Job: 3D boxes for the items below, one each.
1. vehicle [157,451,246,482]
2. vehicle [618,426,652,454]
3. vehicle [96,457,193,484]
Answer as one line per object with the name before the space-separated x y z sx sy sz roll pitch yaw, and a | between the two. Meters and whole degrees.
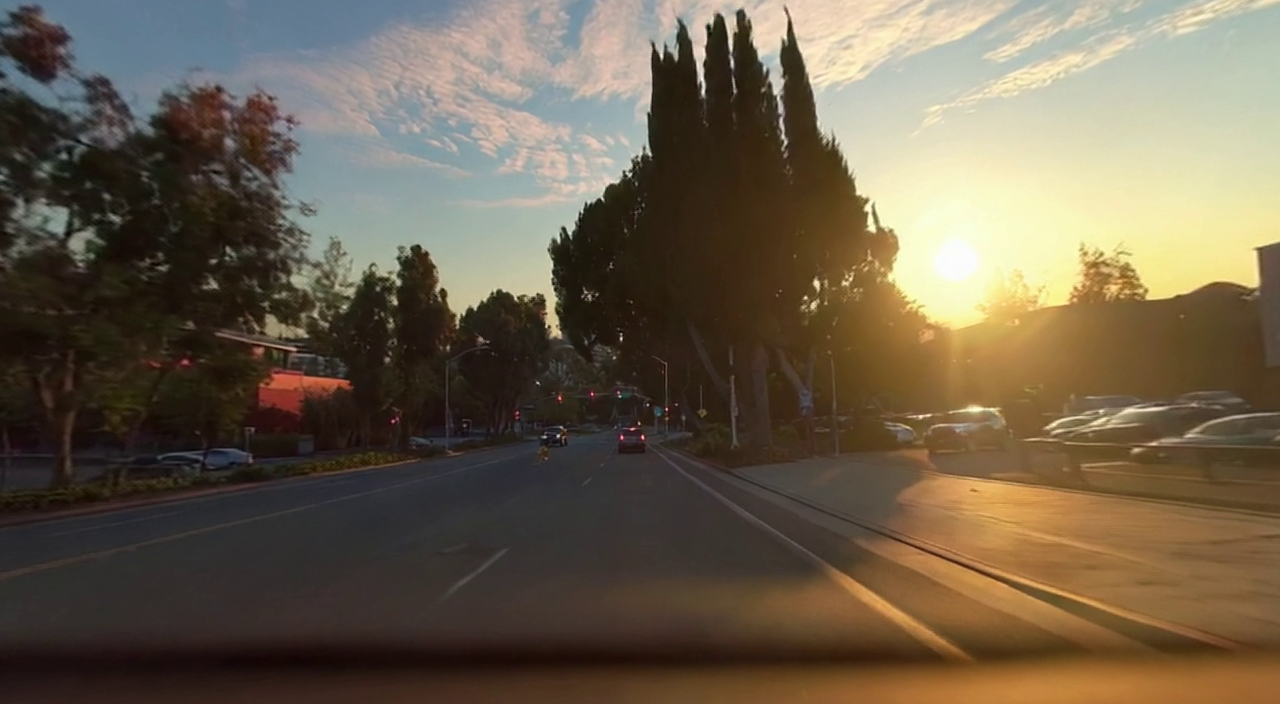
vehicle | -29.819 7.776 43.029 4.497 1.590 2.029 4 -6 1
vehicle | -0.374 6.097 43.689 2.228 1.790 4.180 0 -8 -1
vehicle | -29.721 7.105 38.014 3.921 1.526 2.156 1 -8 -6
